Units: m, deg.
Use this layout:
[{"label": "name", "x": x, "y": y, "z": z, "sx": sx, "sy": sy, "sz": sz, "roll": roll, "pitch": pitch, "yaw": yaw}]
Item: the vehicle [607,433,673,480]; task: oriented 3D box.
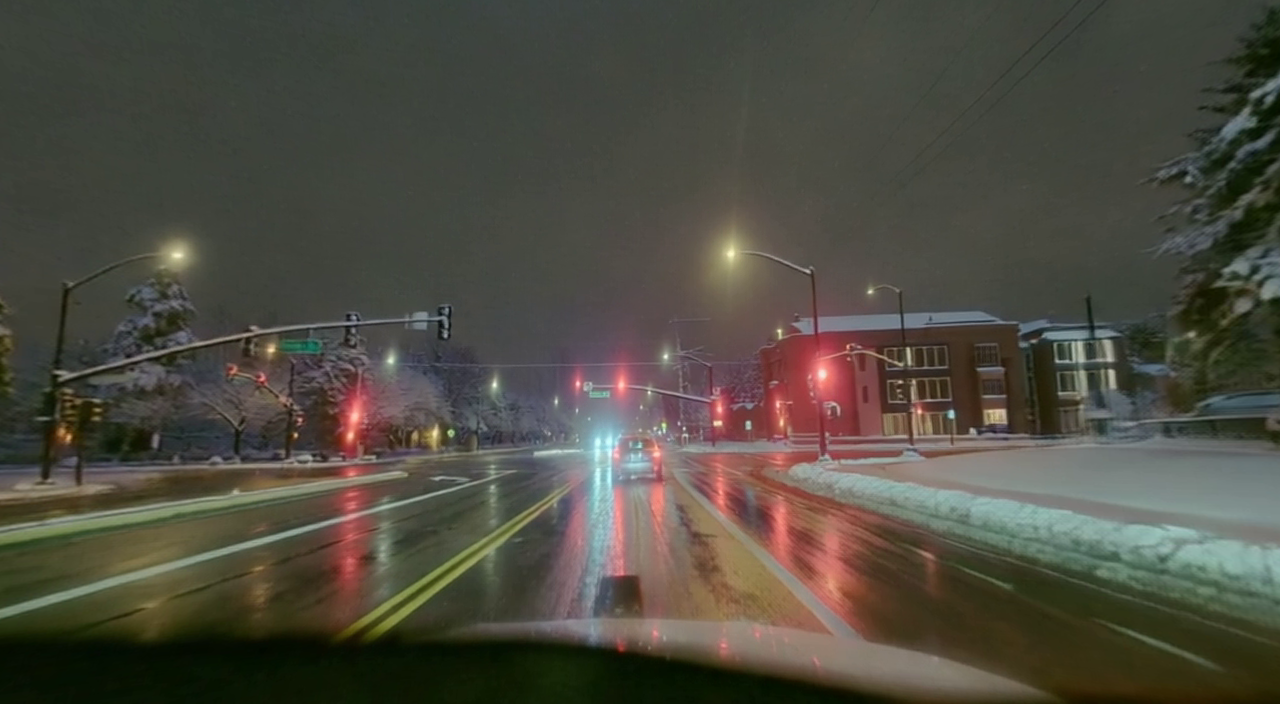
[{"label": "vehicle", "x": -0.050, "y": 3.644, "z": 22.246, "sx": 2.107, "sy": 1.470, "sz": 3.974, "roll": 0, "pitch": -9, "yaw": -1}]
